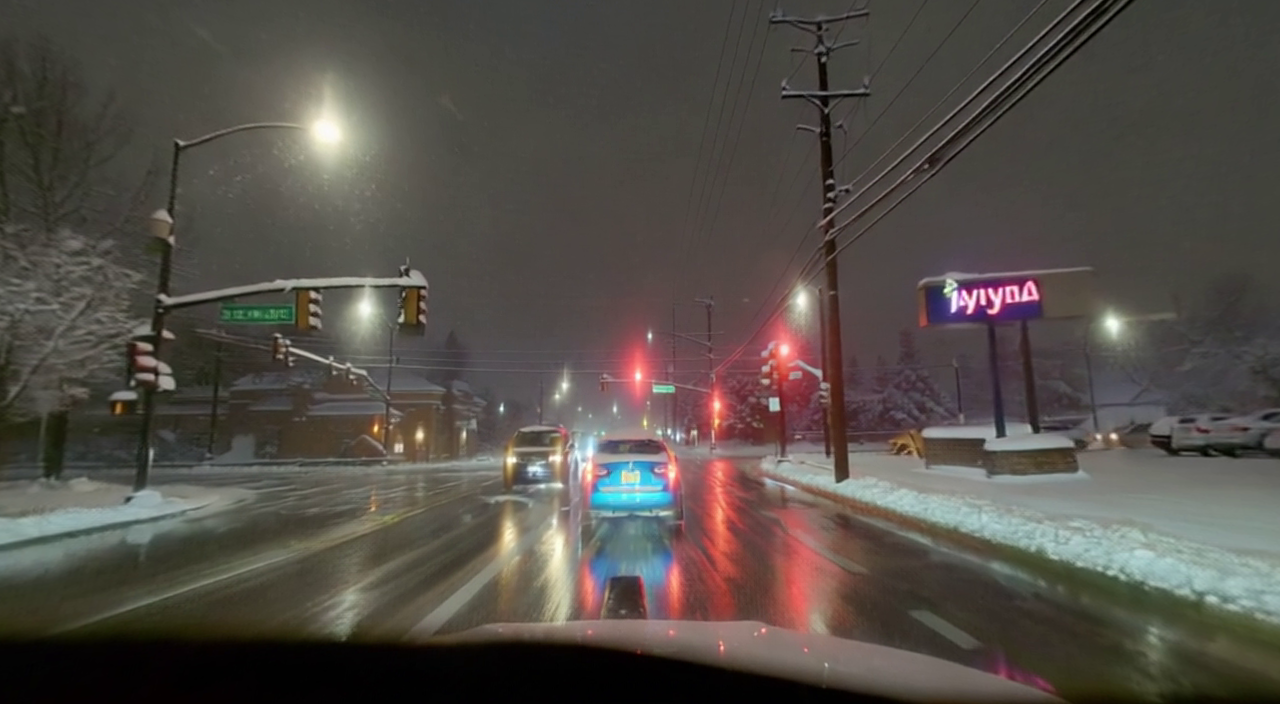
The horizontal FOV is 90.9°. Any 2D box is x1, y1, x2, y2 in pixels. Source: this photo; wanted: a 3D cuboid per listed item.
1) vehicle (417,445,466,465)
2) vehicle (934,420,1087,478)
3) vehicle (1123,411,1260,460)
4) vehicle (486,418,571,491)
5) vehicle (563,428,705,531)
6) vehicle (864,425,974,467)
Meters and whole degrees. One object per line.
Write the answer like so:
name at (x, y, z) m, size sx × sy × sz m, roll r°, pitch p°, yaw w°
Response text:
vehicle at (-15.633, 8.048, 49.515) m, size 2.111 × 1.511 × 4.641 m, roll 6°, pitch -10°, yaw -37°
vehicle at (10.514, 2.800, 18.339) m, size 1.888 × 1.455 × 4.268 m, roll 0°, pitch -8°, yaw 1°
vehicle at (18.688, 2.851, 21.346) m, size 4.446 × 1.511 × 1.977 m, roll 4°, pitch -10°, yaw -29°
vehicle at (-3.126, 2.984, 18.628) m, size 2.106 × 1.852 × 4.512 m, roll 1°, pitch -8°, yaw -5°
vehicle at (-0.154, 2.180, 11.398) m, size 2.070 × 1.481 × 4.216 m, roll 0°, pitch -8°, yaw -2°
vehicle at (10.618, 3.624, 24.400) m, size 1.842 × 1.471 × 4.481 m, roll 1°, pitch -8°, yaw -6°
